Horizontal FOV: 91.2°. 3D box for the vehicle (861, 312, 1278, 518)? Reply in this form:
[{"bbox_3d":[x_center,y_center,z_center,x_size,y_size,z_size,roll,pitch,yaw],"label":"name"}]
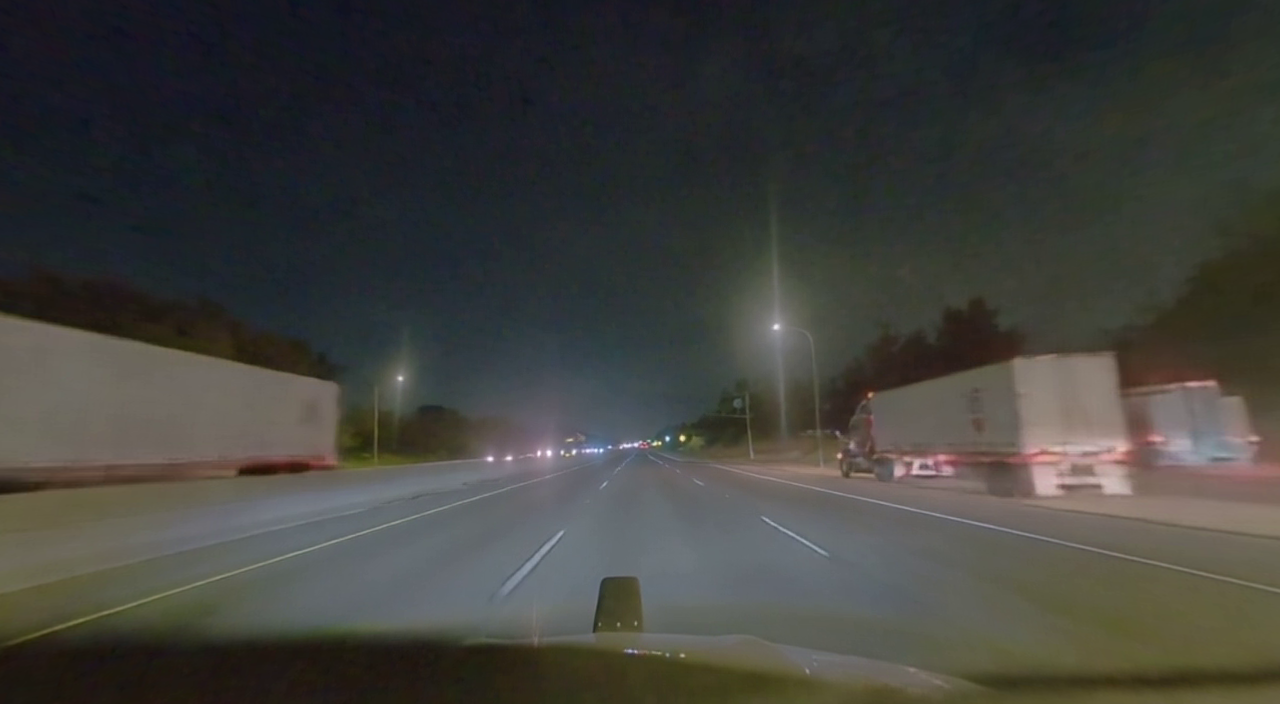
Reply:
[{"bbox_3d":[10.888,2.260,19.359,2.911,4.067,13.916,0,-9,0],"label":"vehicle"}]

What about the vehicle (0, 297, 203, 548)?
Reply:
[{"bbox_3d":[-11.490,0.941,8.701,3.029,3.881,10.922,0,-9,-1],"label":"vehicle"}]
